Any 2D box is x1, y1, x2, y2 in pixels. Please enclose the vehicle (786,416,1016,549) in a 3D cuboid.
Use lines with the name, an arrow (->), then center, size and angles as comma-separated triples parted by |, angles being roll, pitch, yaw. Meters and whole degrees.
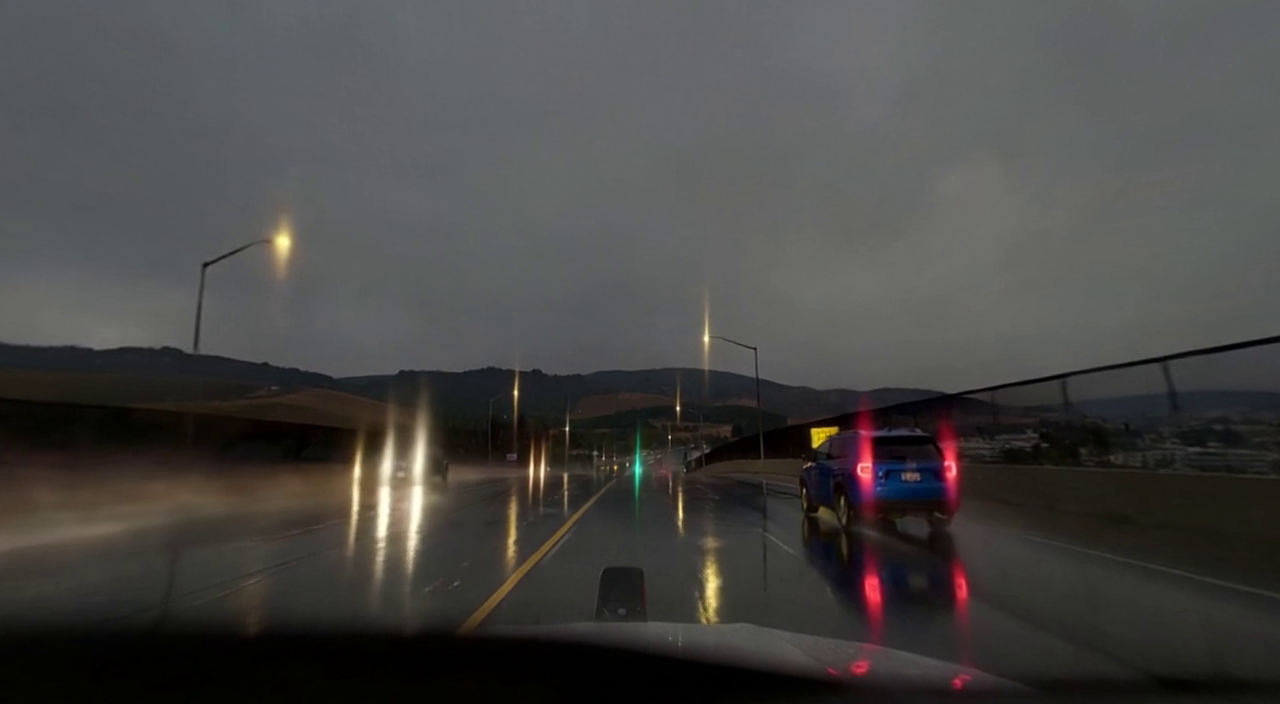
vehicle -> 3.949, 2.048, 10.554 | 1.989, 1.730, 4.324 | 0, -9, 0

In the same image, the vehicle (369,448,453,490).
vehicle -> -10.611, 5.433, 29.689 | 2.144, 1.762, 4.604 | 0, -9, 1
